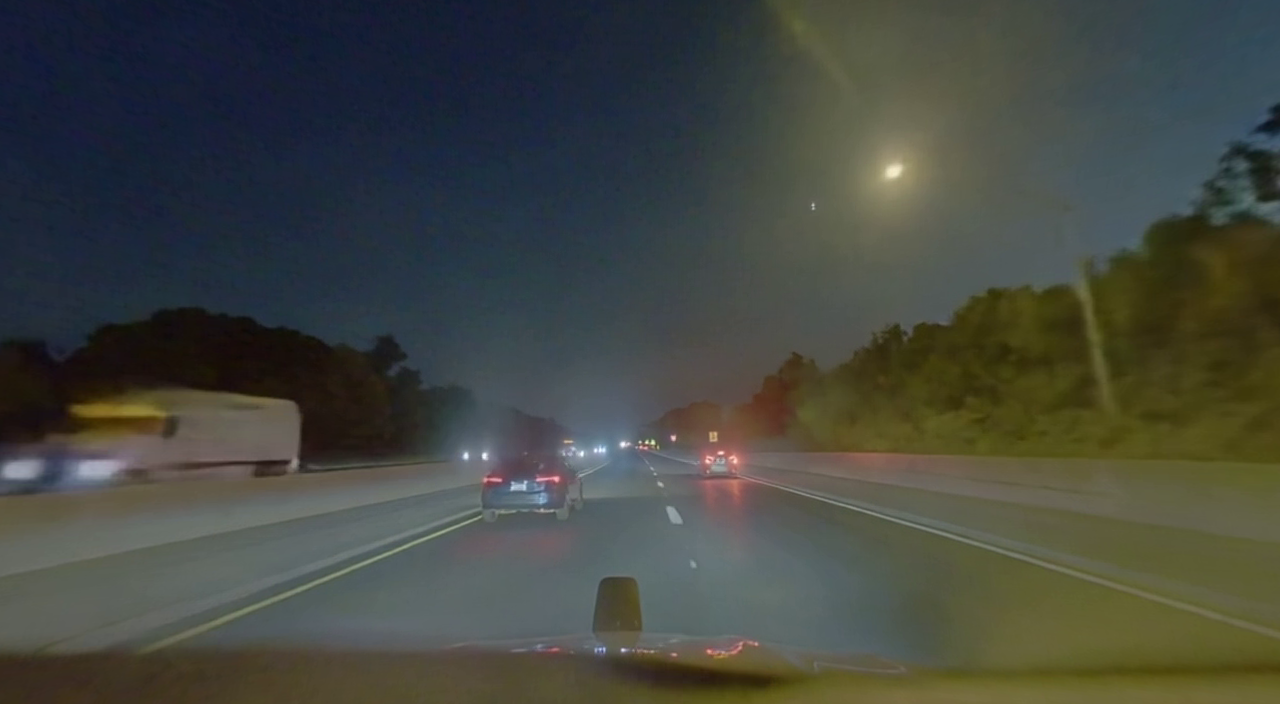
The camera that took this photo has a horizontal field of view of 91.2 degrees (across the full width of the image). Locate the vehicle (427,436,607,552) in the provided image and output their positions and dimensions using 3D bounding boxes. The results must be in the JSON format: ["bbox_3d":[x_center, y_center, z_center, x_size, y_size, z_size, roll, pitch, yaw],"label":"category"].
[{"bbox_3d":[-1.704,2.170,10.260,2.013,1.479,4.169,-1,-9,1],"label":"vehicle"}]

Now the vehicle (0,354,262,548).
[{"bbox_3d":[-10.013,1.733,11.002,2.353,2.659,6.887,0,-9,1],"label":"vehicle"}]

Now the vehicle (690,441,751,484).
[{"bbox_3d":[3.057,4.292,24.573,1.910,1.554,3.718,0,-9,0],"label":"vehicle"}]
